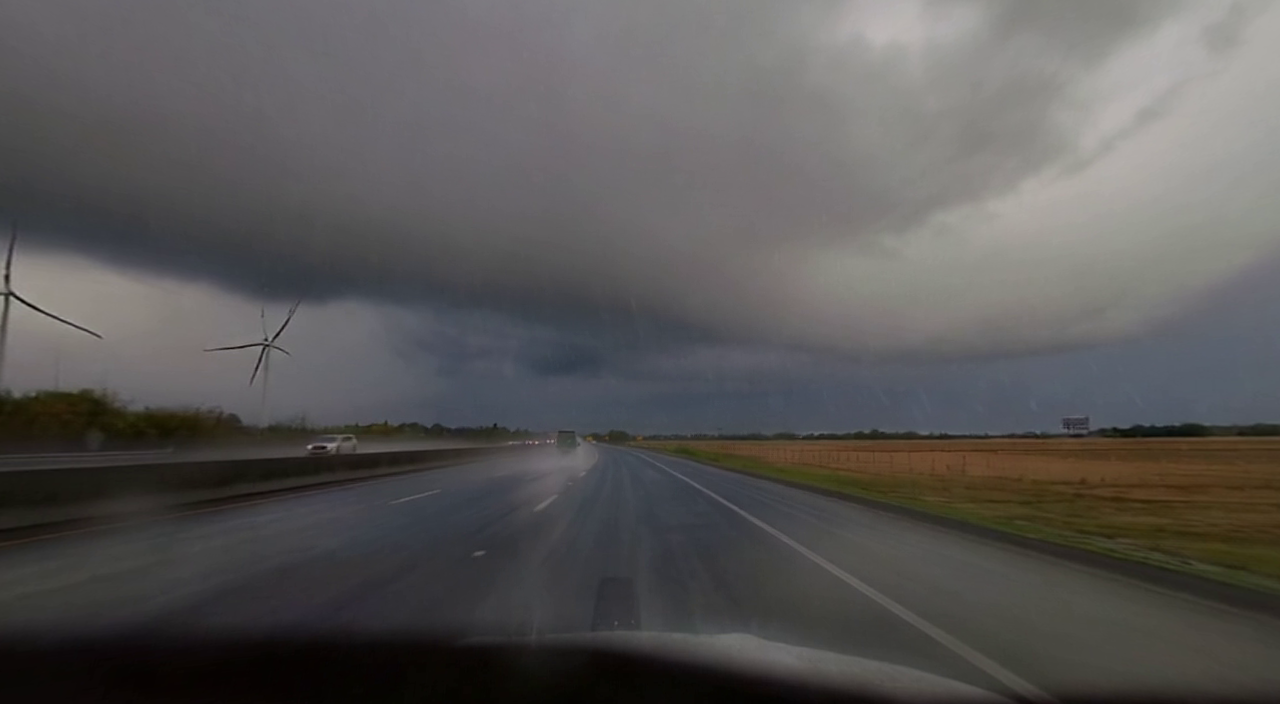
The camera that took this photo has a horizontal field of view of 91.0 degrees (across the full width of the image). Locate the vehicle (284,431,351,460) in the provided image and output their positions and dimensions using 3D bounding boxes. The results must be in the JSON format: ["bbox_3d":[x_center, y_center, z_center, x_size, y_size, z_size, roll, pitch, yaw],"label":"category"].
[{"bbox_3d":[-20.702,5.994,40.647,2.018,1.727,4.712,0,-8,-3],"label":"vehicle"}]
